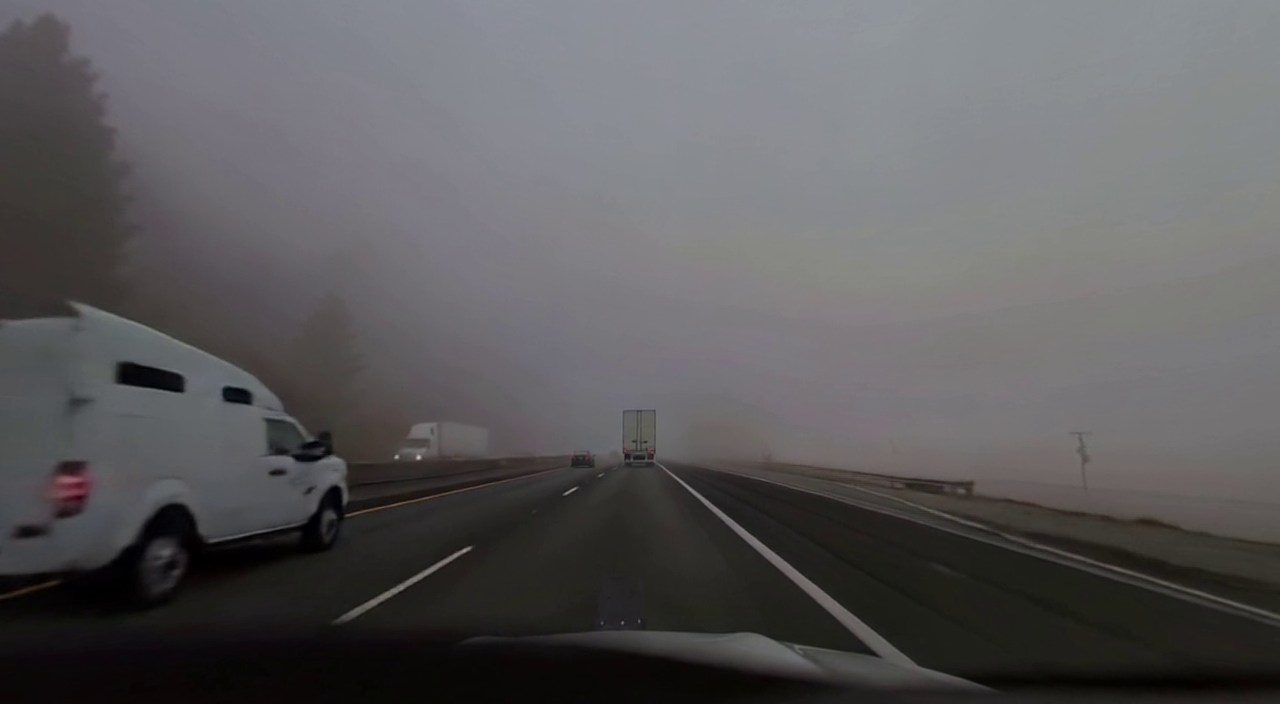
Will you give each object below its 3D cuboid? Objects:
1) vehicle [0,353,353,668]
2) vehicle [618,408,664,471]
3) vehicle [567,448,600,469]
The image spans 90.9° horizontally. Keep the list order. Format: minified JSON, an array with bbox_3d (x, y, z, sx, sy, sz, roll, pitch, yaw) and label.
[{"bbox_3d":[-4.767,1.247,5.817,2.042,1.815,4.639,0,-9,0],"label":"vehicle"},{"bbox_3d":[0.135,6.374,45.352,2.899,3.966,10.053,0,-9,1],"label":"vehicle"},{"bbox_3d":[-4.227,8.080,47.992,2.051,1.538,4.569,0,-9,1],"label":"vehicle"}]
